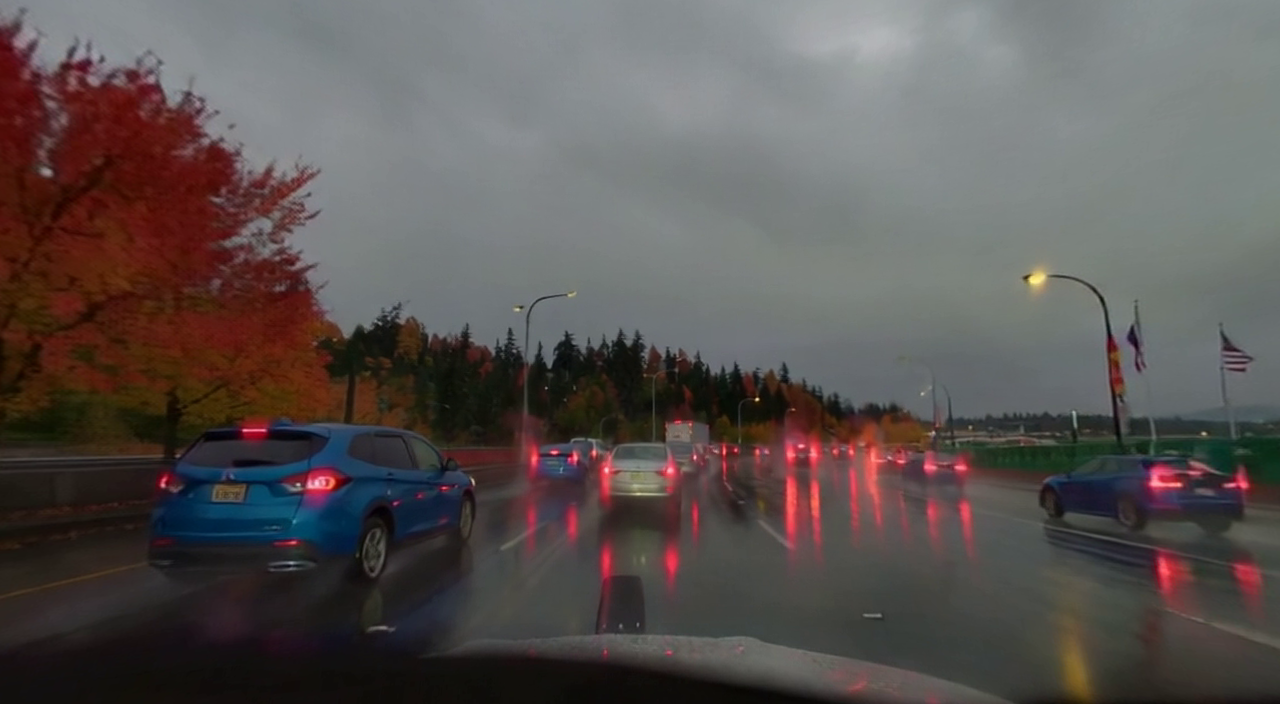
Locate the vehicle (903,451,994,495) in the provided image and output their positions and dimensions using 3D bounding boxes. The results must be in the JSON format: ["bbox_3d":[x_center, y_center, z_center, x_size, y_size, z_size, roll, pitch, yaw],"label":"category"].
[{"bbox_3d":[11.598,4.541,23.945,1.749,1.481,3.808,0,-9,4],"label":"vehicle"}]

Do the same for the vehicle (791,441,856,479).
[{"bbox_3d":[8.035,4.757,28.026,1.944,1.544,4.301,0,-9,5],"label":"vehicle"}]

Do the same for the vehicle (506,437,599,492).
[{"bbox_3d":[-2.664,3.591,20.457,1.974,1.549,4.603,0,-9,5],"label":"vehicle"}]

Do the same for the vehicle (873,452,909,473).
[{"bbox_3d":[19.531,8.605,49.190,1.828,1.479,4.391,-1,-9,12],"label":"vehicle"}]

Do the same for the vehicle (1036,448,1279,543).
[{"bbox_3d":[10.497,2.795,13.015,1.934,1.585,4.397,0,-9,3],"label":"vehicle"}]

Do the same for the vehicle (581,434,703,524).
[{"bbox_3d":[0.193,2.507,13.012,2.090,1.506,4.276,0,-9,4],"label":"vehicle"}]

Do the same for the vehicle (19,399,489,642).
[{"bbox_3d":[-3.200,1.470,6.540,1.988,1.635,4.260,0,-9,3],"label":"vehicle"}]
